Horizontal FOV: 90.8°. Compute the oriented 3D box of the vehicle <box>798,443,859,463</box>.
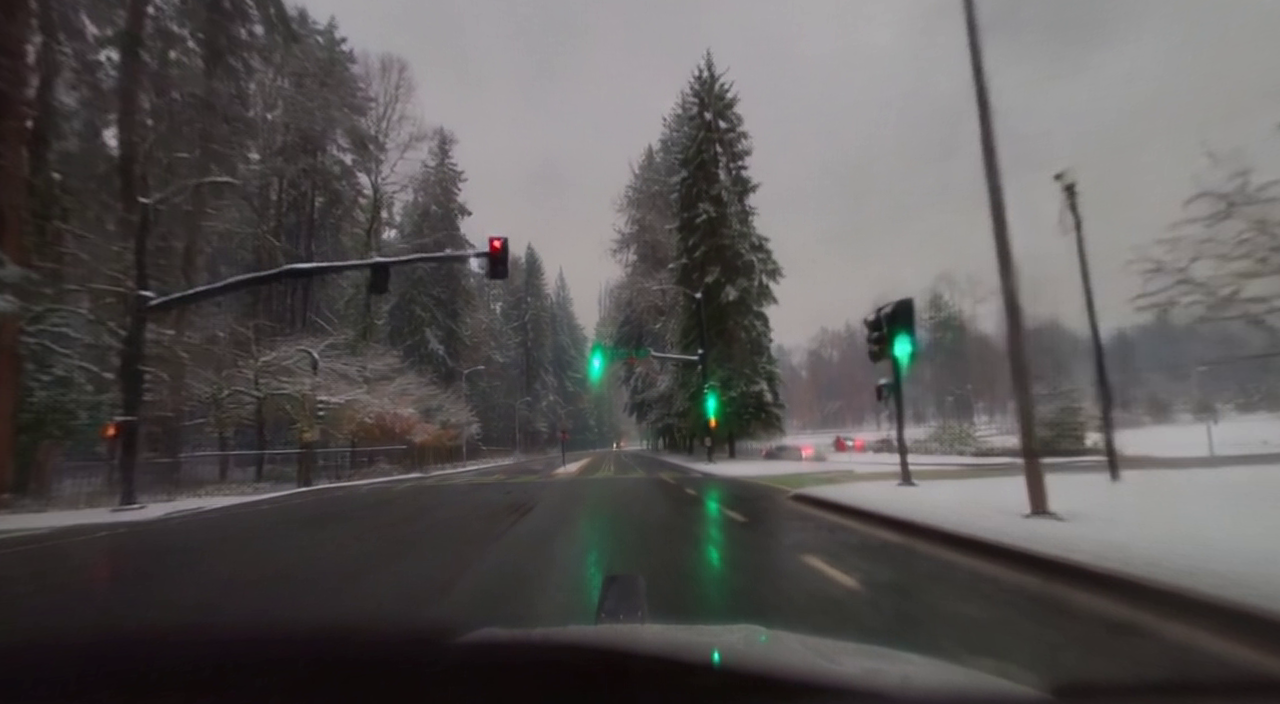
[{"bbox_3d":[13.795,7.420,46.299,3.914,1.415,1.626,0,-8,0],"label":"vehicle"}]
